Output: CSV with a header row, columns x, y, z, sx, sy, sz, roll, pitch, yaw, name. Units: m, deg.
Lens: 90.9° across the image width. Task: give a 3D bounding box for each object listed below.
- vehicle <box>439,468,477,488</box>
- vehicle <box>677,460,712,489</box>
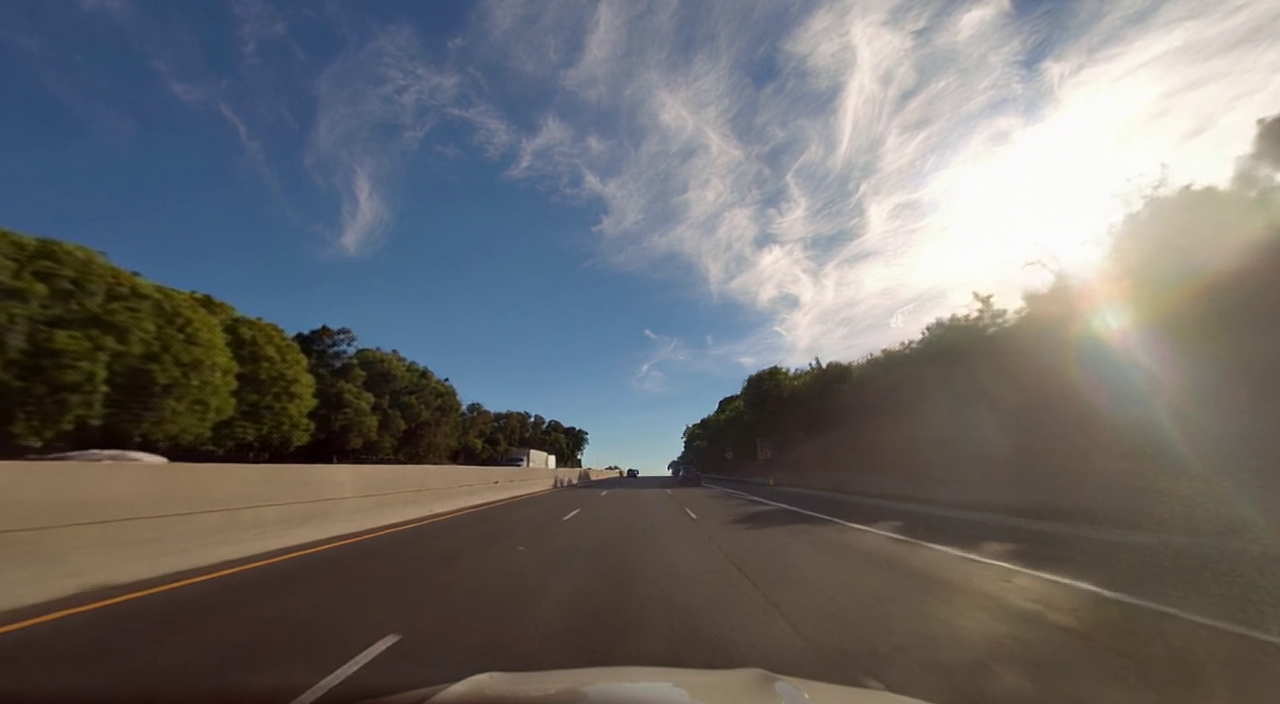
x,y,z,sx,sy,sz,roll,pitch,yaw,name
-14.150,9.798,49.084,1.837,1.444,3.440,0,-10,2,vehicle
3.908,8.881,45.697,2.093,1.933,4.623,1,-10,0,vehicle
